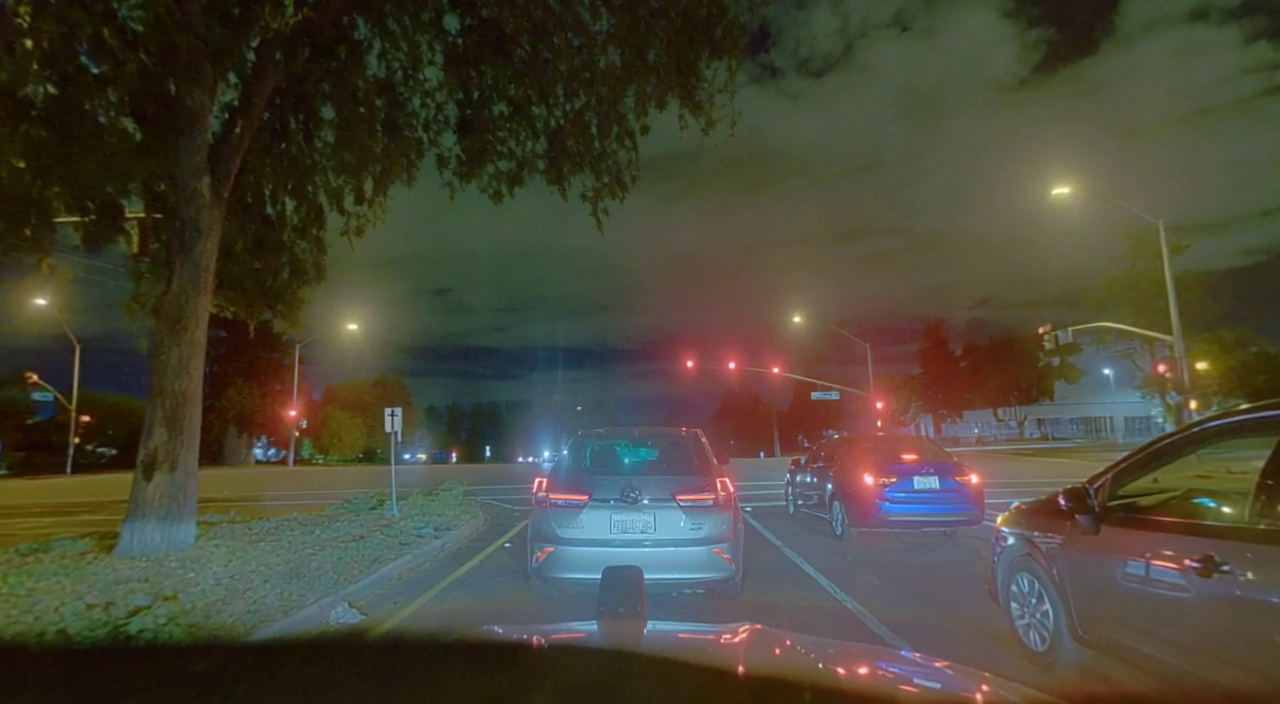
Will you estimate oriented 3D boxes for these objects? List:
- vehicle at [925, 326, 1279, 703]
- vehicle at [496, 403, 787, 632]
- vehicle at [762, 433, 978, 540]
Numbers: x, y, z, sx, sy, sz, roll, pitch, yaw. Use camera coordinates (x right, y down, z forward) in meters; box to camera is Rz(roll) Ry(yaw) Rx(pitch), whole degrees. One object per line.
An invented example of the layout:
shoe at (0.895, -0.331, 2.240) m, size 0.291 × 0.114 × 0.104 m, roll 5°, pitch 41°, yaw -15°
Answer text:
vehicle at (3.740, 0.934, 3.422) m, size 2.162 × 1.829 × 4.519 m, roll 0°, pitch -9°, yaw -1°
vehicle at (-0.001, 1.476, 6.498) m, size 2.074 × 1.631 × 3.793 m, roll 0°, pitch -9°, yaw 0°
vehicle at (3.709, 2.259, 11.294) m, size 2.054 × 1.482 × 4.654 m, roll 0°, pitch -9°, yaw -1°
